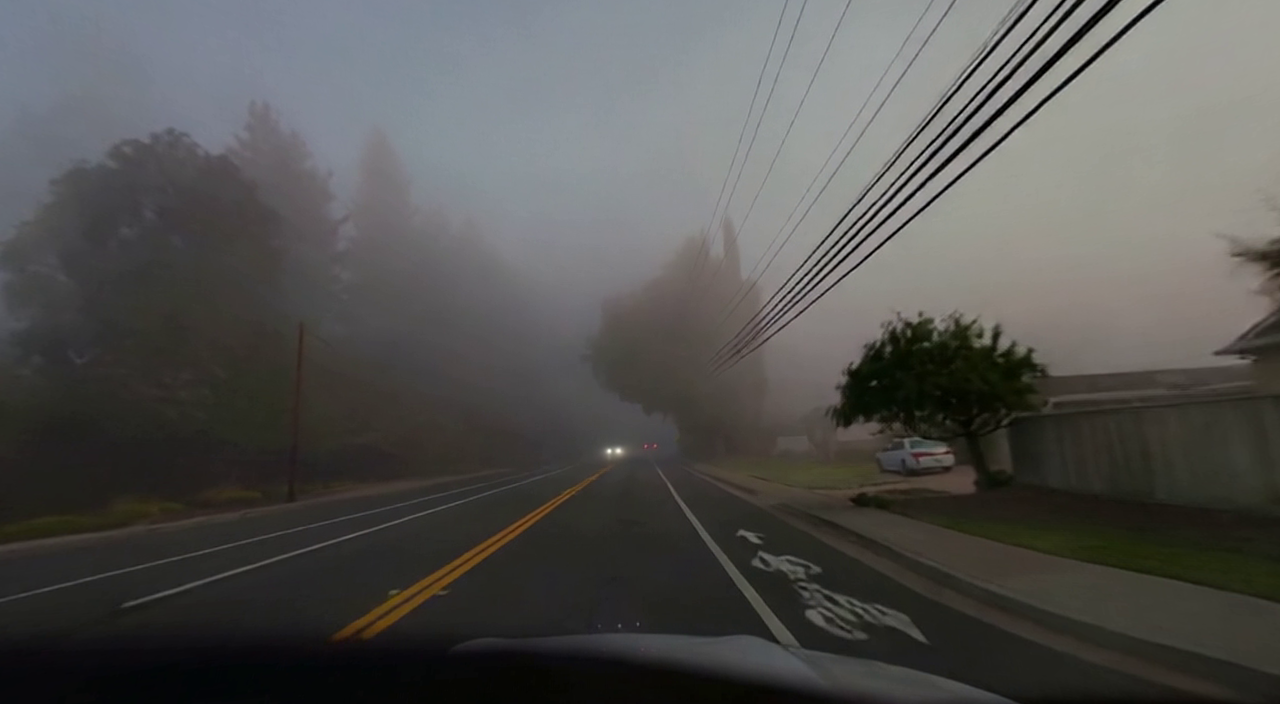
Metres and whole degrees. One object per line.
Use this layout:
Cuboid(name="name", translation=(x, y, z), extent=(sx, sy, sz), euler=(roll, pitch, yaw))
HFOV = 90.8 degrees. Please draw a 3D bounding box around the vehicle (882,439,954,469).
Cuboid(name="vehicle", translation=(14.672, 5.375, 33.620), extent=(1.810, 1.470, 4.551), euler=(0, -8, 0))
